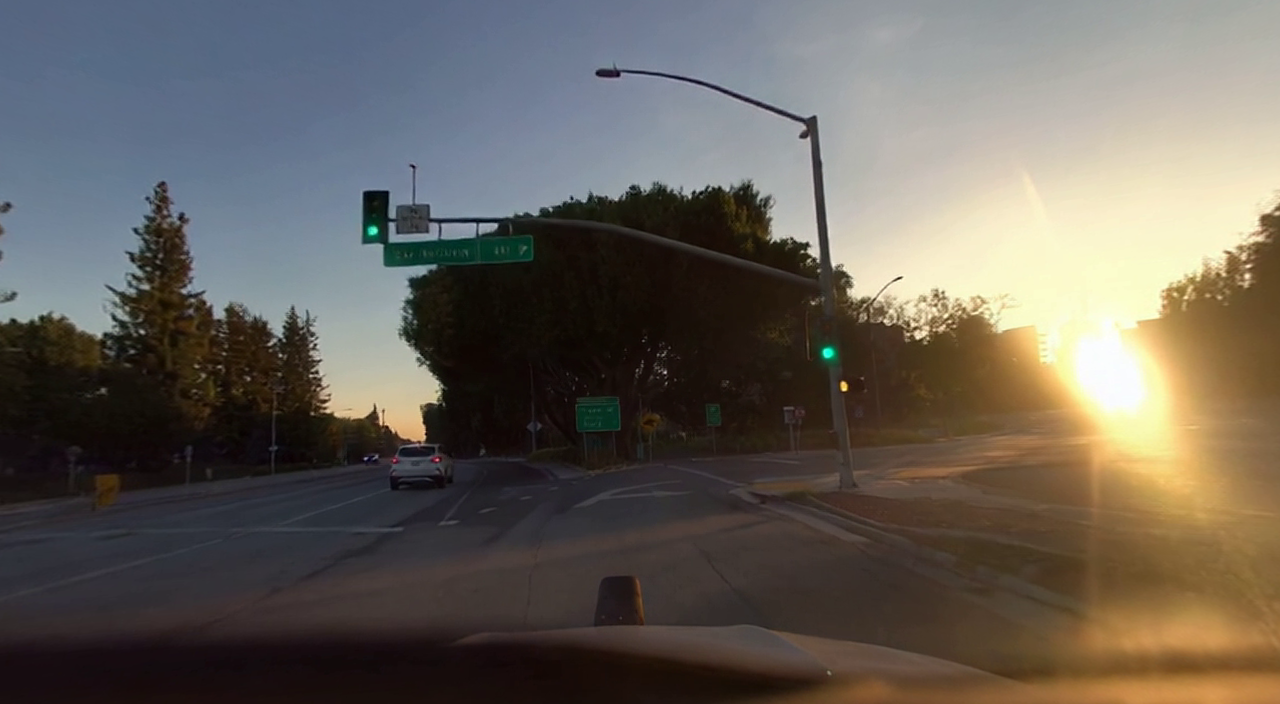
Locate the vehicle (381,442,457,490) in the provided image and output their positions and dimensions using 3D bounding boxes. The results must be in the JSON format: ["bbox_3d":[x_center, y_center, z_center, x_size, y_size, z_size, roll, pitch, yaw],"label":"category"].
[{"bbox_3d":[-8.588,4.430,25.020,2.134,1.707,4.471,1,-8,-10],"label":"vehicle"}]
